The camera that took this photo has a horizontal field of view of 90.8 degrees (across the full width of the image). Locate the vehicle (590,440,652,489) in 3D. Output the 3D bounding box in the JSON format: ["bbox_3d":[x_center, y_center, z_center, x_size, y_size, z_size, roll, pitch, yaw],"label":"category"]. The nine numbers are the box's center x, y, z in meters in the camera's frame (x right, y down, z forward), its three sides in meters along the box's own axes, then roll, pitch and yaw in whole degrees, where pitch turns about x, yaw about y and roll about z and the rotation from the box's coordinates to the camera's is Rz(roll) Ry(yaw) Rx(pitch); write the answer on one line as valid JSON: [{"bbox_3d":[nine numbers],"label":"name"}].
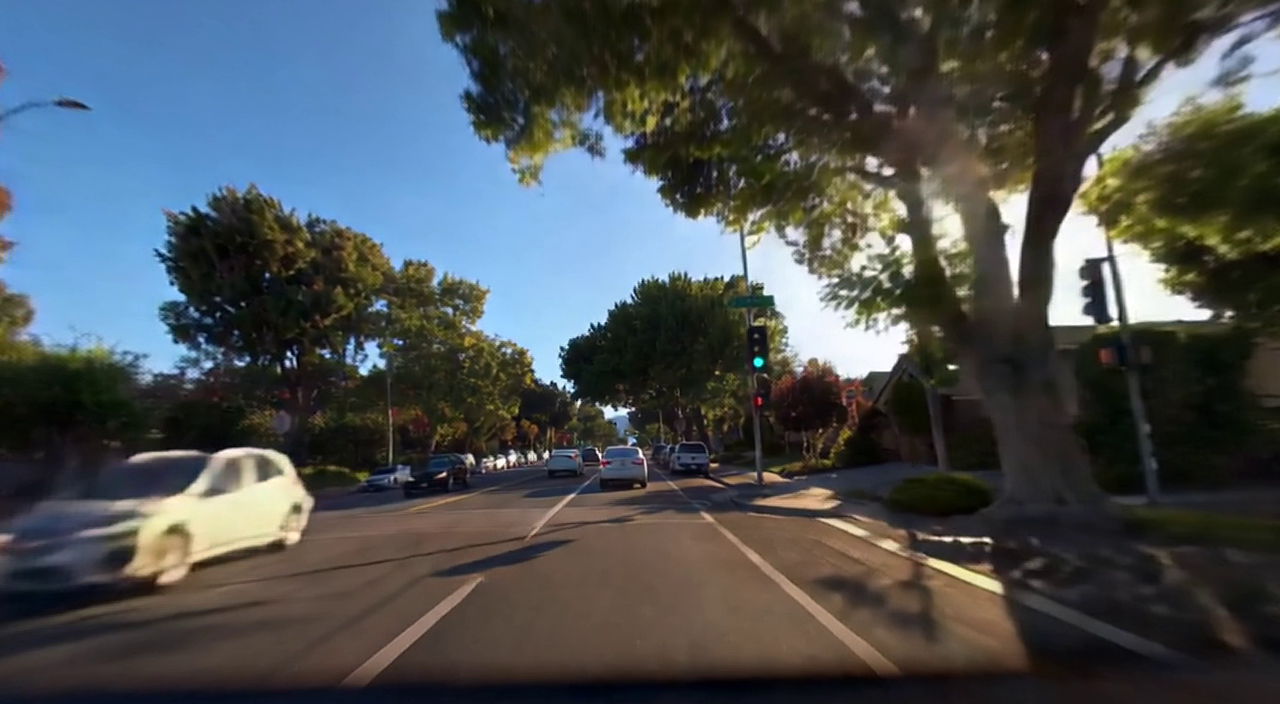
[{"bbox_3d":[-0.657,4.016,22.836,2.041,1.575,4.304,0,-8,-1],"label":"vehicle"}]

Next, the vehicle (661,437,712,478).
[{"bbox_3d":[2.243,5.259,31.717,2.119,1.884,4.567,0,-8,-1],"label":"vehicle"}]

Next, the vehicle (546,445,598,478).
[{"bbox_3d":[-3.349,5.462,31.859,2.117,1.528,4.277,0,-8,0],"label":"vehicle"}]

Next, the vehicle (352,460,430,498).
[{"bbox_3d":[-12.710,6.458,32.566,2.050,1.518,5.115,-3,-8,-1],"label":"vehicle"}]

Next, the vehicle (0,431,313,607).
[{"bbox_3d":[-6.479,1.975,8.428,1.958,1.706,4.281,-1,-8,-1],"label":"vehicle"}]

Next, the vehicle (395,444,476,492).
[{"bbox_3d":[-9.508,5.377,29.795,2.105,1.858,4.903,-6,-8,0],"label":"vehicle"}]
